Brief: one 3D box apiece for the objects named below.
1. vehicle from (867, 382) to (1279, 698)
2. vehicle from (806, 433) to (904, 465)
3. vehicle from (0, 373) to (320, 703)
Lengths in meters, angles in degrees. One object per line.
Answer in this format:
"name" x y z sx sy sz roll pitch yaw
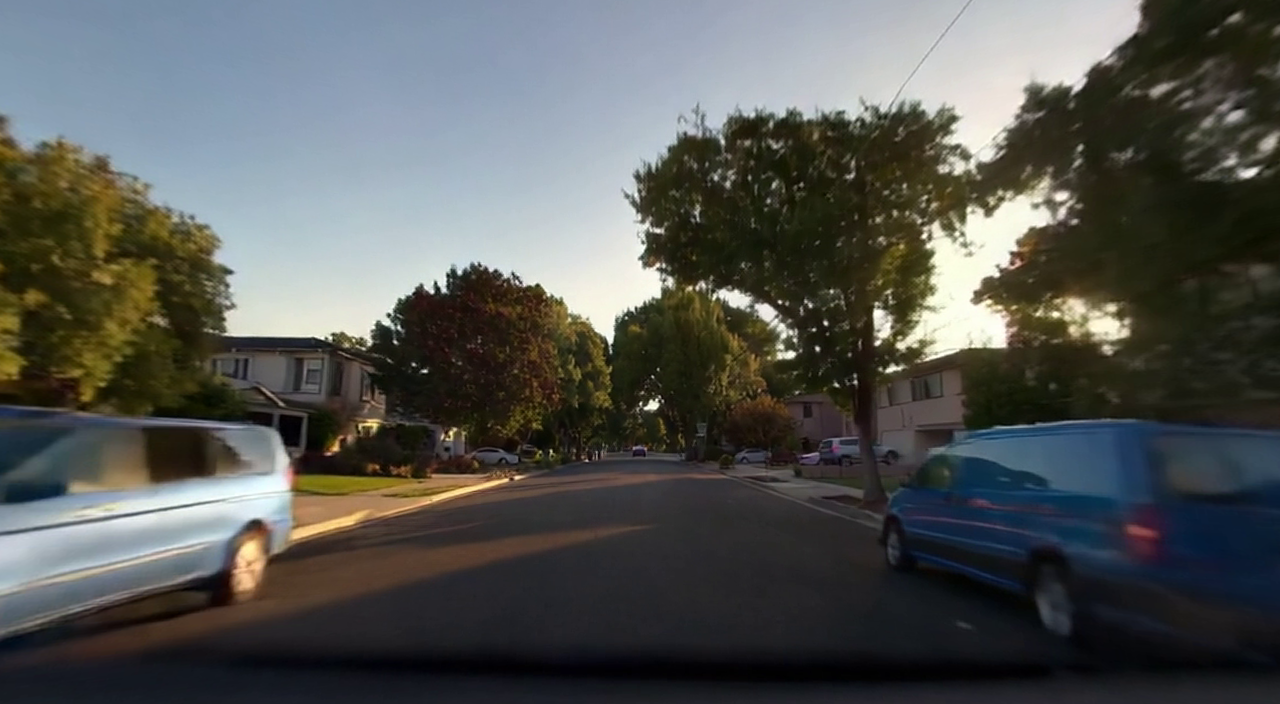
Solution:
"vehicle" 4.089 1.443 6.060 2.173 1.806 4.701 1 -9 2
"vehicle" 12.849 5.854 38.047 5.049 1.845 2.327 0 -9 0
"vehicle" -4.276 1.145 4.095 2.157 1.736 4.104 -1 -9 1
